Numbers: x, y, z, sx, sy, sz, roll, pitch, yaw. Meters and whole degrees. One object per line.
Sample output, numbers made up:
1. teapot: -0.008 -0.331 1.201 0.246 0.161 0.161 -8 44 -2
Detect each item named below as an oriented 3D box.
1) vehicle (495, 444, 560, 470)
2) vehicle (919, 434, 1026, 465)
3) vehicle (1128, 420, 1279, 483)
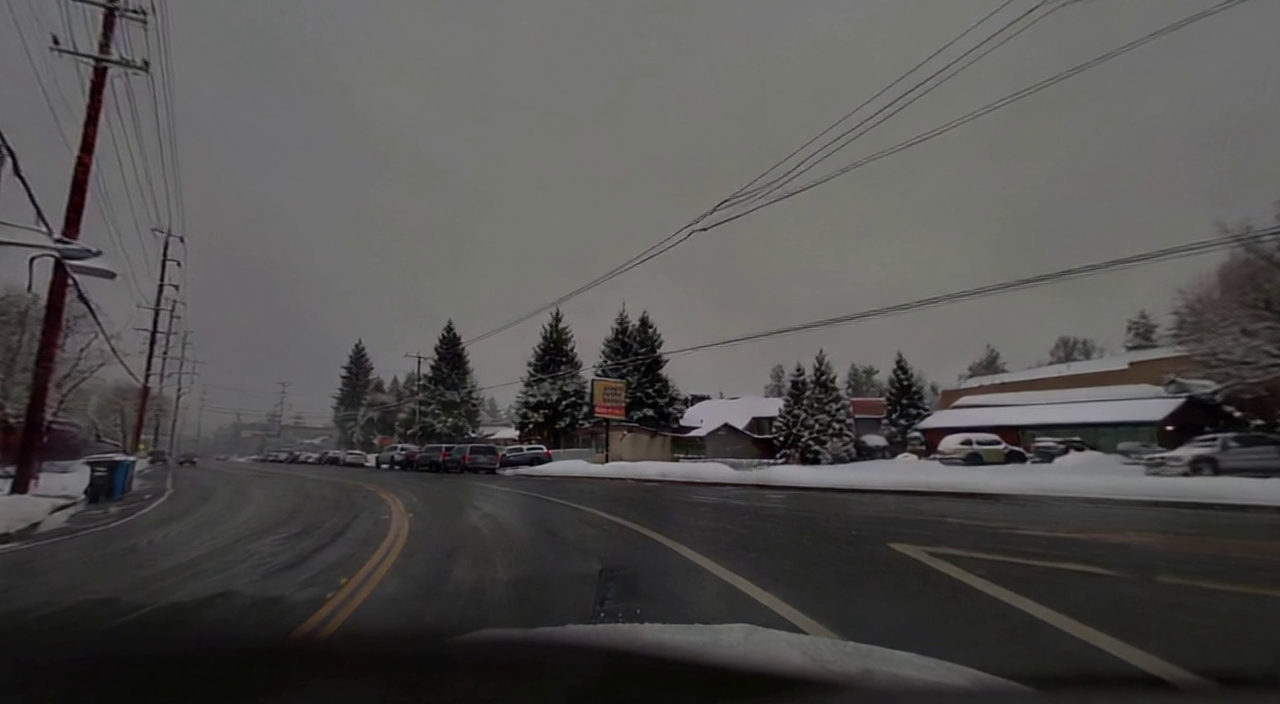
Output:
1. vehicle: -7.092 6.705 40.397 2.074 1.526 4.853 -3 -9 17
2. vehicle: 17.247 5.071 32.801 4.454 1.504 1.970 0 -8 -2
3. vehicle: 17.898 2.976 19.006 4.543 1.744 2.164 0 -8 -3
